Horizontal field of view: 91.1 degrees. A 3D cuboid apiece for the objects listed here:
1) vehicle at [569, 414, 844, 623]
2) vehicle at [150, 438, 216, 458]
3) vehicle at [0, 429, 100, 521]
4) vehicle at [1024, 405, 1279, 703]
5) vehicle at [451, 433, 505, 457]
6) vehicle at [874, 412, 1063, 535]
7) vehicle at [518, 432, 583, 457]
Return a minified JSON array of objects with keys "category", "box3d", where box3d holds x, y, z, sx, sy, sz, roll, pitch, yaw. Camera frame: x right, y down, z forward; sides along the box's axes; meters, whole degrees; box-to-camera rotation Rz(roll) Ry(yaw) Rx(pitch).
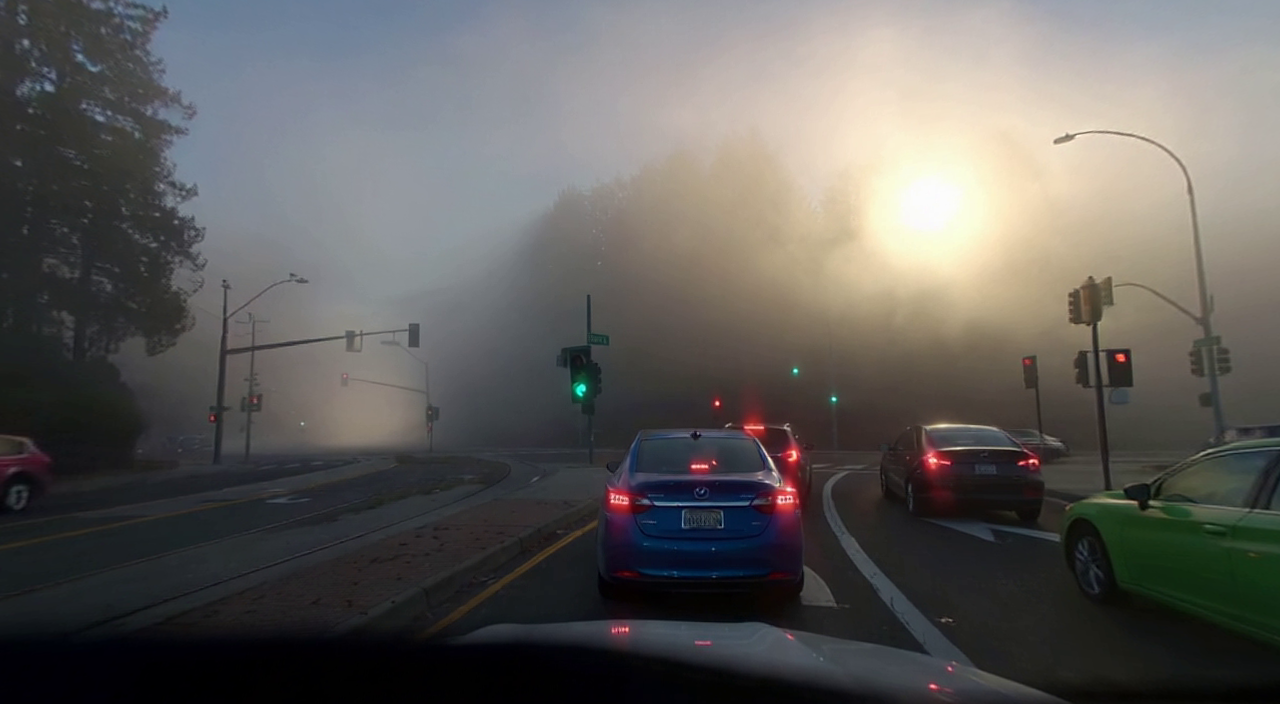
[{"category":"vehicle","box3d":[0.856,1.502,6.689,2.052,1.483,3.928,-2,-8,12]},{"category":"vehicle","box3d":[-35.377,7.440,48.645,1.652,1.433,3.733,-7,-11,40]},{"category":"vehicle","box3d":[-11.204,1.956,9.940,1.976,1.458,4.645,2,-8,-13]},{"category":"vehicle","box3d":[4.254,1.063,3.380,1.954,1.508,4.441,-1,-8,6]},{"category":"vehicle","box3d":[-12.449,7.118,48.201,1.972,1.705,4.457,8,-11,-44]},{"category":"vehicle","box3d":[5.538,2.060,11.287,2.102,1.717,4.373,-2,-9,16]},{"category":"vehicle","box3d":[-5.956,6.101,41.532,1.932,1.573,4.509,8,-12,-44]}]
